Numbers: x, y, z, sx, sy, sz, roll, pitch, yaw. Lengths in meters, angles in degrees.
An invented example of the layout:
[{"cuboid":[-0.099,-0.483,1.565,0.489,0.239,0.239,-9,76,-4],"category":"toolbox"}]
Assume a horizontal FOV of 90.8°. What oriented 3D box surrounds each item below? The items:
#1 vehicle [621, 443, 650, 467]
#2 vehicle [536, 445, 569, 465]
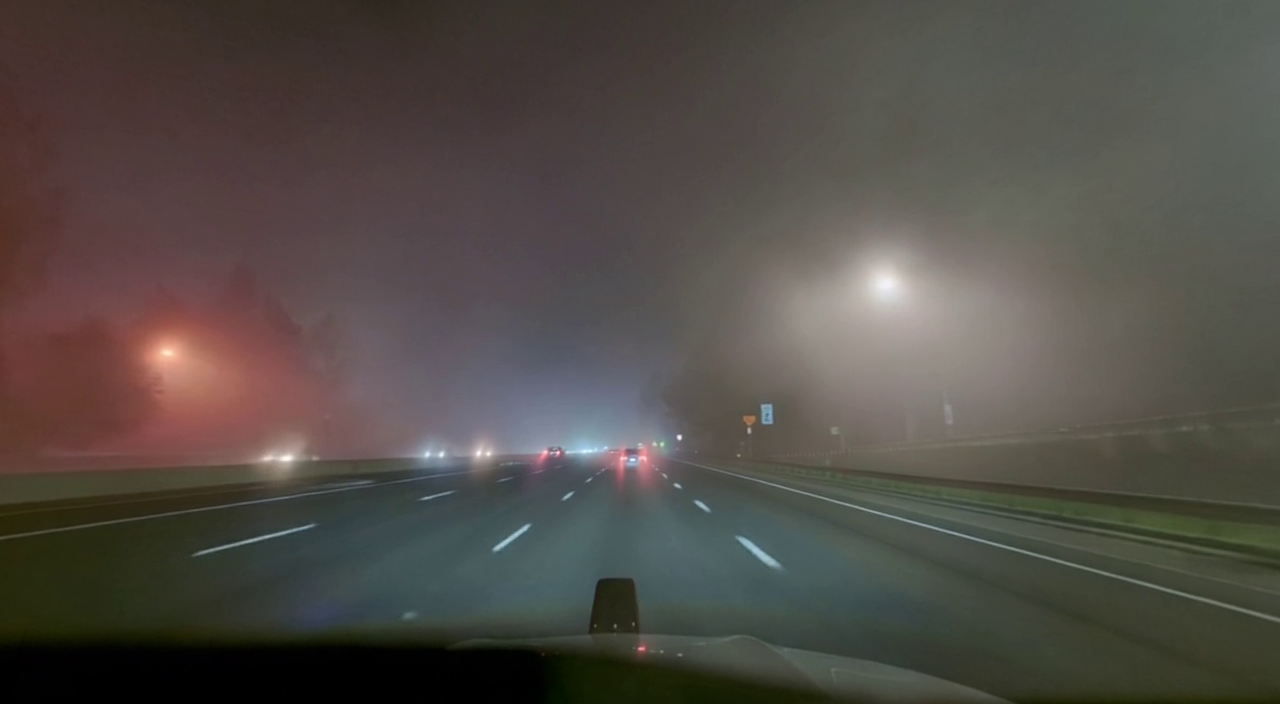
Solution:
[{"cuboid":[-0.346,7.650,47.076,2.109,1.638,3.856,0,-9,0],"category":"vehicle"},{"cuboid":[-6.866,8.135,49.966,1.997,1.507,4.248,0,-9,0],"category":"vehicle"}]
